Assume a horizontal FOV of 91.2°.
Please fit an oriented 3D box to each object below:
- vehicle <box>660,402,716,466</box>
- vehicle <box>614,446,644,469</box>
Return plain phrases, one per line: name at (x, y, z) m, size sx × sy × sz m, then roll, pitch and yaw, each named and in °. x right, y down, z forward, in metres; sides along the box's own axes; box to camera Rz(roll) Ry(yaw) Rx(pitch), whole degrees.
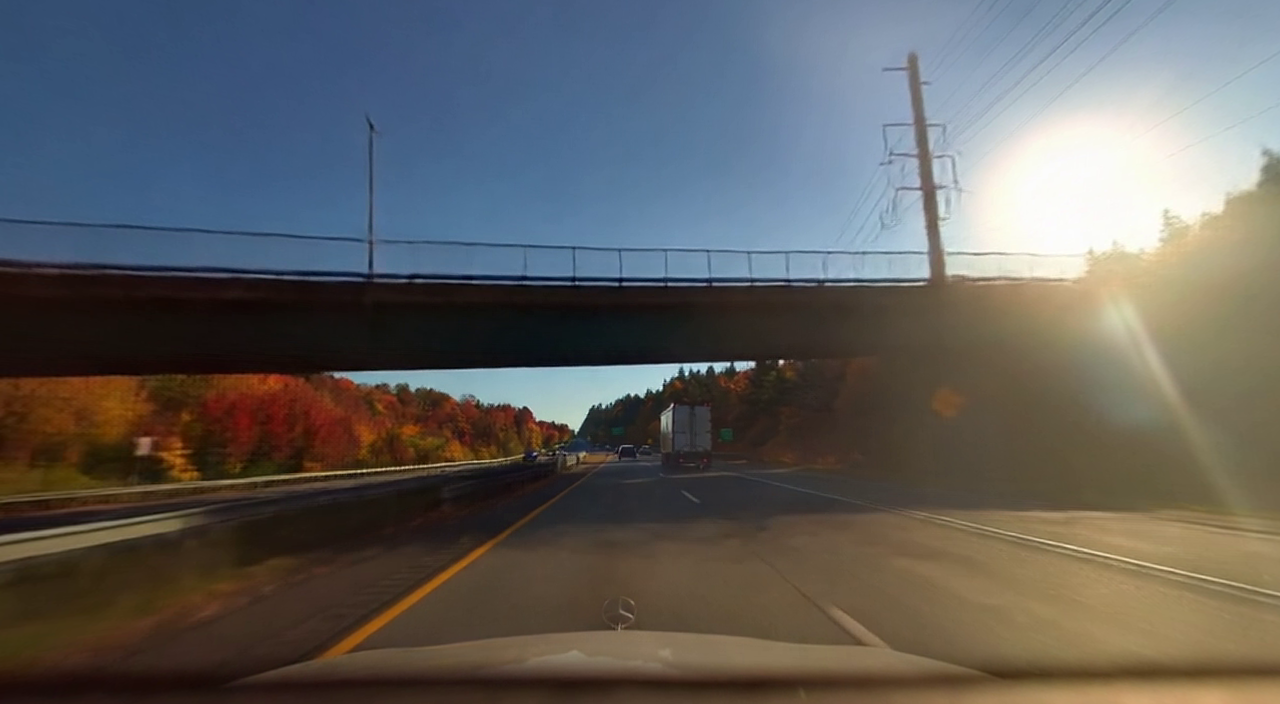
vehicle at (3.450, 6.599, 49.246) m, size 2.956 × 4.281 × 14.327 m, roll 0°, pitch -9°, yaw -1°
vehicle at (-0.745, 7.062, 42.099) m, size 1.961 × 1.454 × 3.755 m, roll 0°, pitch -9°, yaw -1°
